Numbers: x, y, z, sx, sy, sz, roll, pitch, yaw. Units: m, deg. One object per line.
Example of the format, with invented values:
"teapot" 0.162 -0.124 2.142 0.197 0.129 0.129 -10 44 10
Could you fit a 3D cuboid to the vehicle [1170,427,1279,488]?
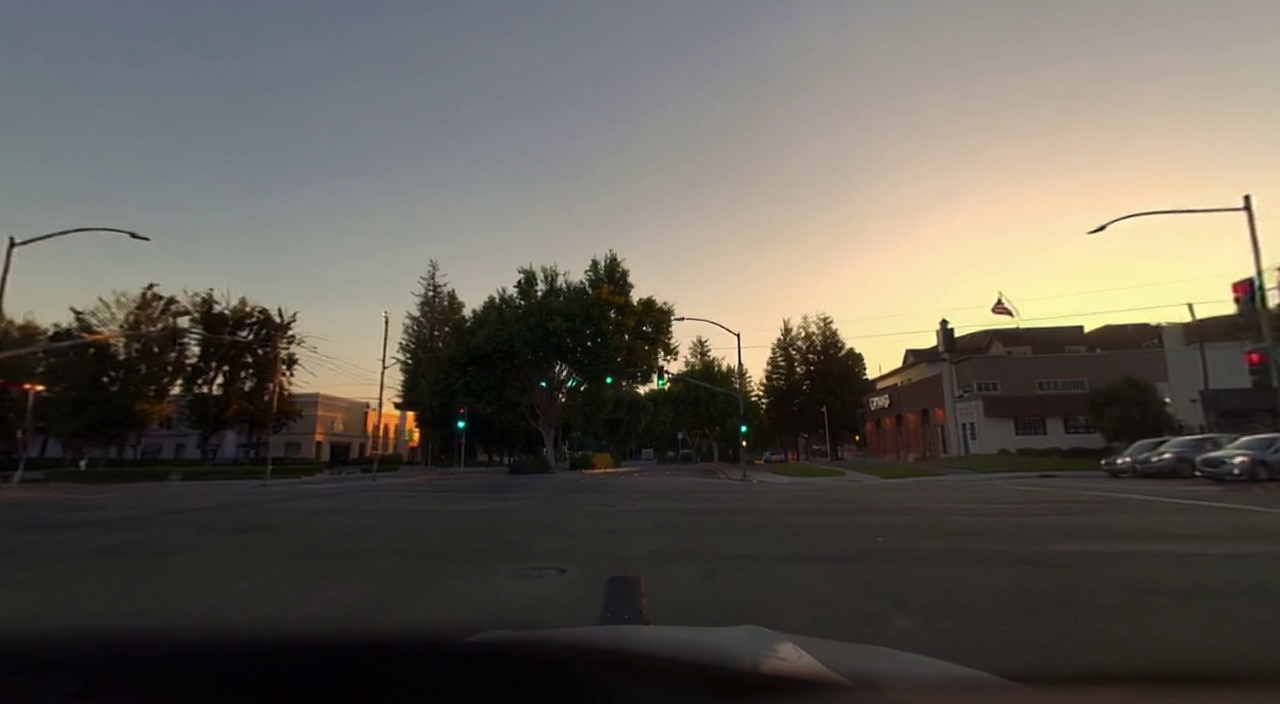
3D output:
"vehicle" 17.977 2.940 17.745 4.288 1.600 1.927 0 -8 1
